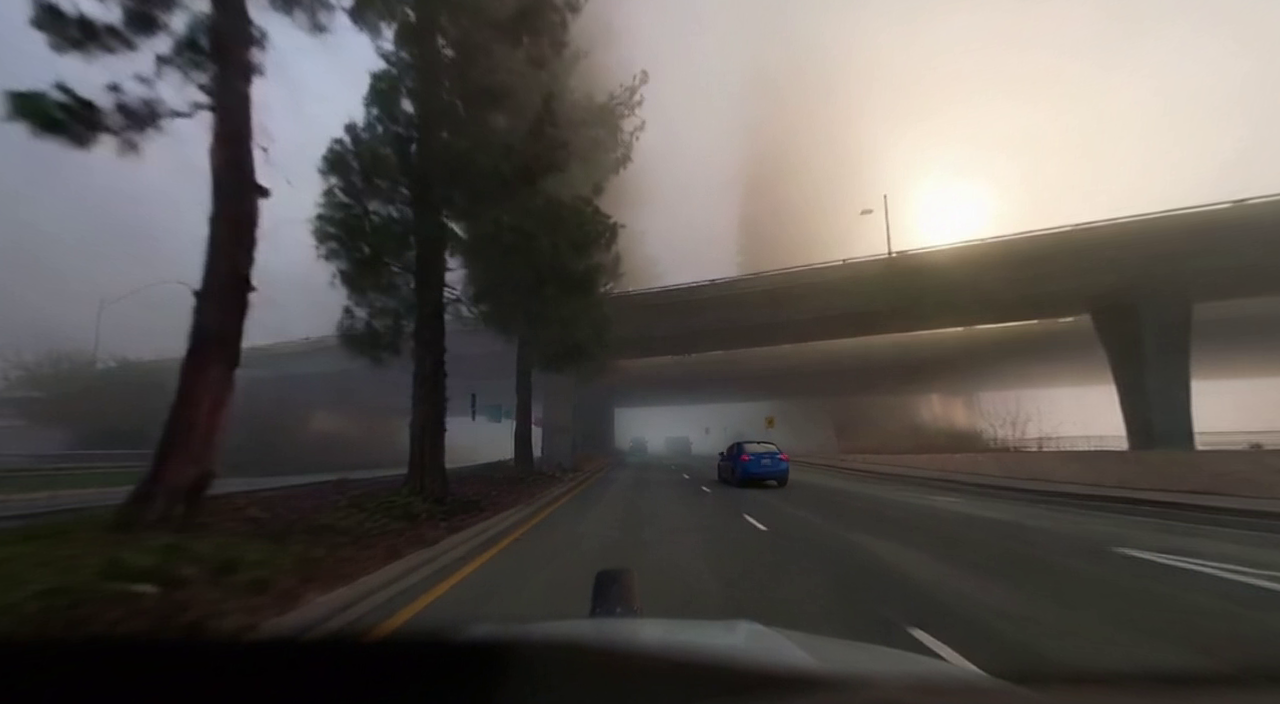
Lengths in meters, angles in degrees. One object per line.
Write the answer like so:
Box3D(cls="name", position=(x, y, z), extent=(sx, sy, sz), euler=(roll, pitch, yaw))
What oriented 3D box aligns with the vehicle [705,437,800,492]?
Box3D(cls="vehicle", position=(3.357, 3.459, 19.811), extent=(2.062, 1.484, 4.332), euler=(0, -8, -1))
